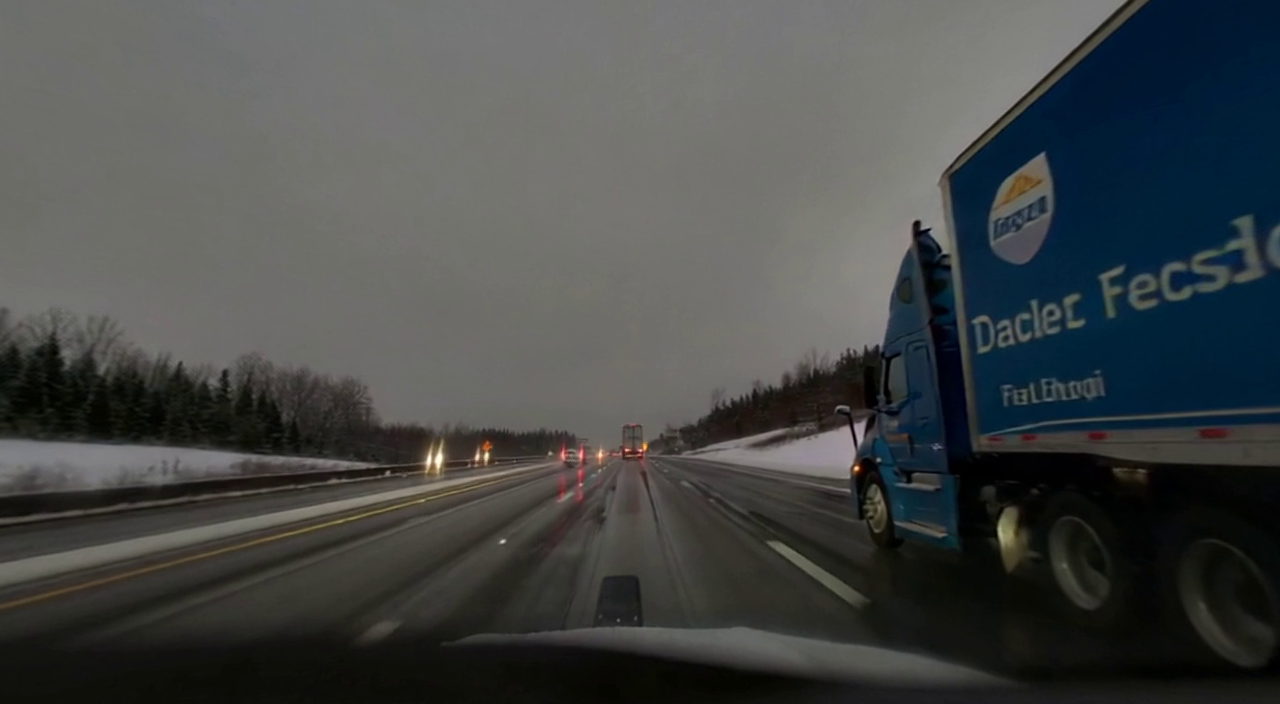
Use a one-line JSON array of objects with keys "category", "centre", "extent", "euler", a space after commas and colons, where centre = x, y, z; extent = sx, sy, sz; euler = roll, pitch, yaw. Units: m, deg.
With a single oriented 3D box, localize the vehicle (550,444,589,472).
[{"category": "vehicle", "centre": [-4.536, 6.903, 40.896], "extent": [2.099, 1.651, 4.397], "euler": [0, -9, -1]}]
